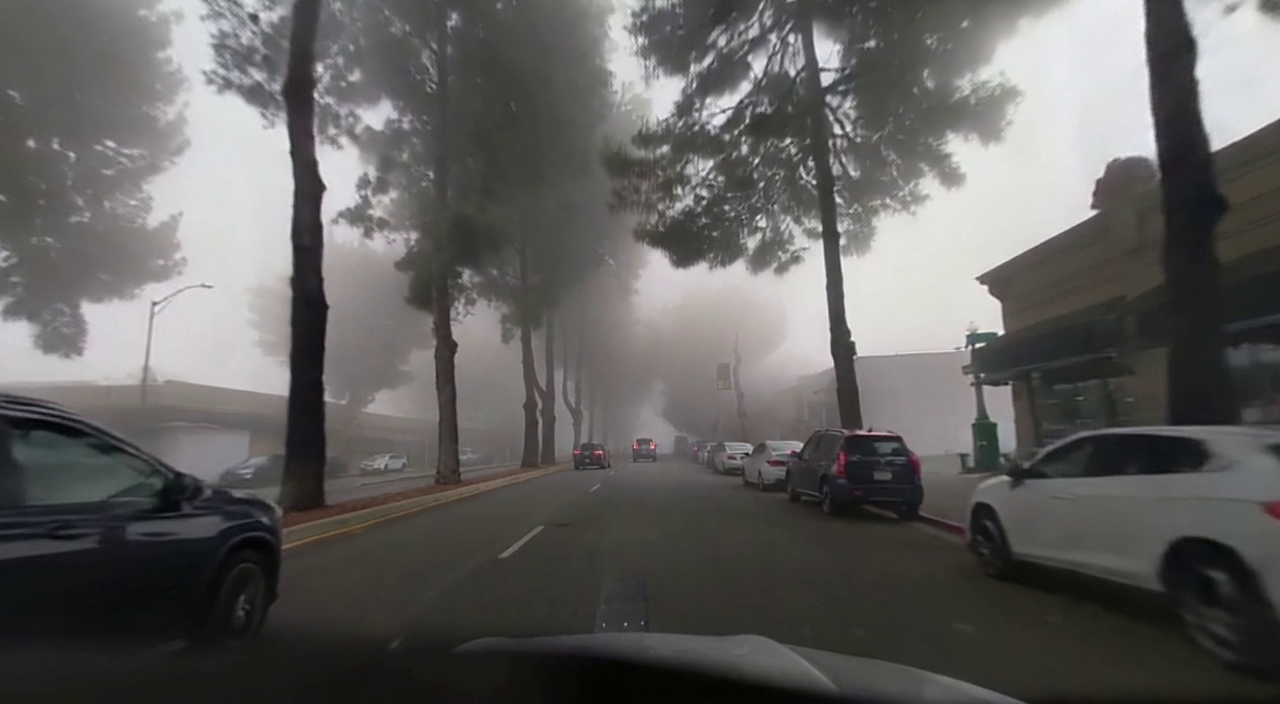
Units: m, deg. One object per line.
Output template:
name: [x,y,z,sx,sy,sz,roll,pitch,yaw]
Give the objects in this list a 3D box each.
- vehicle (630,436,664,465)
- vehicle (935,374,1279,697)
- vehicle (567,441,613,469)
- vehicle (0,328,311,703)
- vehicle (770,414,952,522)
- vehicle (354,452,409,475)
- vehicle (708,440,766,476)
vehicle: [0.453,6.430,41.229,2.075,1.770,4.018,0,-8,0]
vehicle: [4.379,1.236,5.081,1.900,1.702,4.358,0,-8,1]
vehicle: [-2.790,5.866,36.113,2.151,1.484,4.468,0,-8,2]
vehicle: [-3.397,0.722,1.870,2.186,1.708,4.746,0,-8,1]
vehicle: [4.263,2.340,13.208,2.068,1.809,4.889,0,-8,0]
vehicle: [-18.647,8.068,45.661,1.888,1.500,4.622,-1,-8,2]
vehicle: [4.366,4.843,29.113,1.887,1.517,4.257,0,-8,-1]
